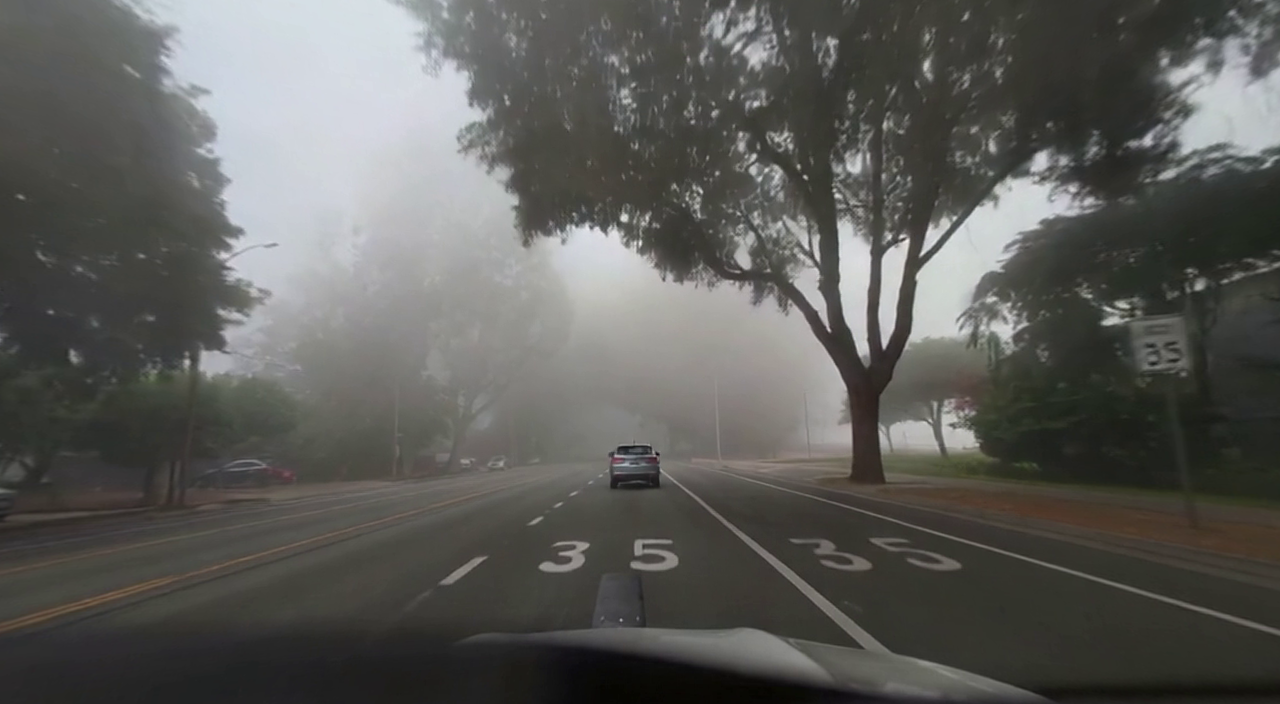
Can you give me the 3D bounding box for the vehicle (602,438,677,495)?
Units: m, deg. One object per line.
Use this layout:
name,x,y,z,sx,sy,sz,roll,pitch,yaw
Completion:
vehicle,-0.043,3.684,20.628,2.181,1.639,4.127,0,-9,0

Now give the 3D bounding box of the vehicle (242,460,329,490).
vehicle,-21.820,7.560,38.986,4.241,1.500,1.956,-4,-9,0

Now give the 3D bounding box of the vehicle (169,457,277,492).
vehicle,-23.853,6.981,36.290,4.866,1.614,1.911,-3,-9,-2
